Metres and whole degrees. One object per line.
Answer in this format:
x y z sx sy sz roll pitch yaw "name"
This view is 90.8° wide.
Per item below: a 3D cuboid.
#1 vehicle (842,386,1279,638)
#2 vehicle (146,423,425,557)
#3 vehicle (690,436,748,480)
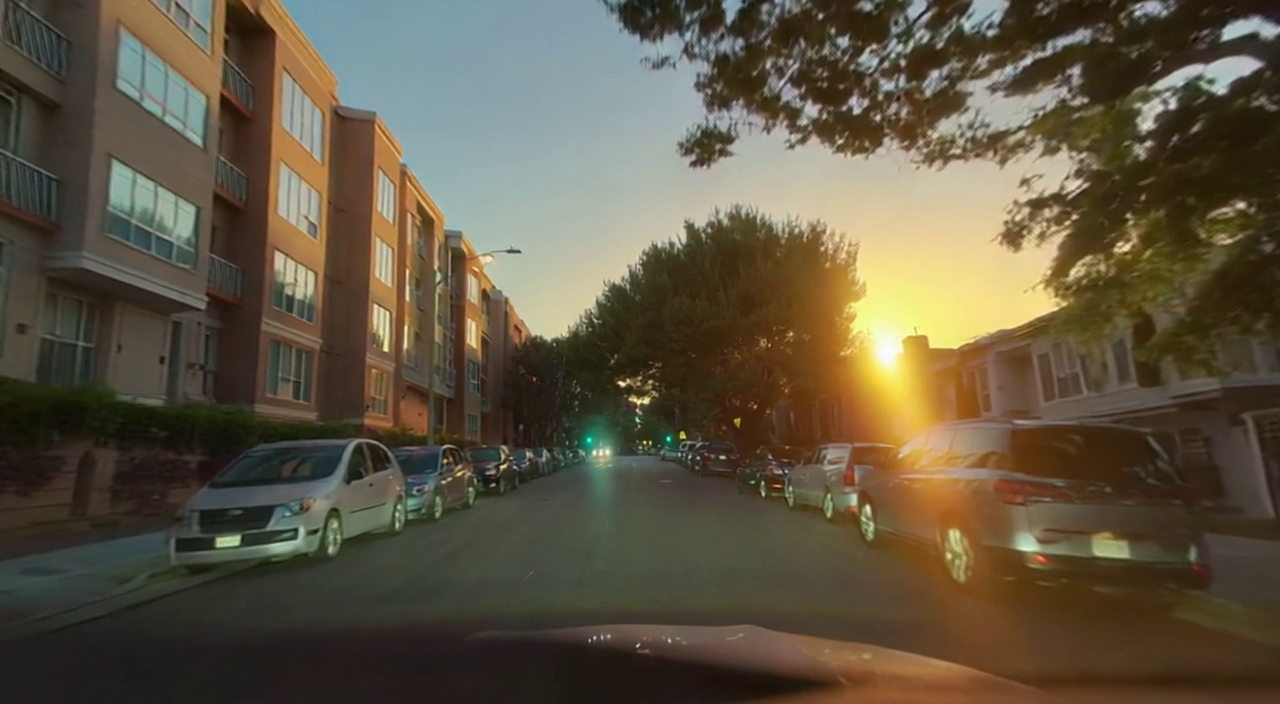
3.881 1.512 7.045 1.911 1.835 4.599 0 -8 3 "vehicle"
-5.141 2.003 9.923 2.274 1.679 3.639 0 -8 -1 "vehicle"
3.481 4.762 28.747 1.912 1.781 5.159 0 -8 -1 "vehicle"
